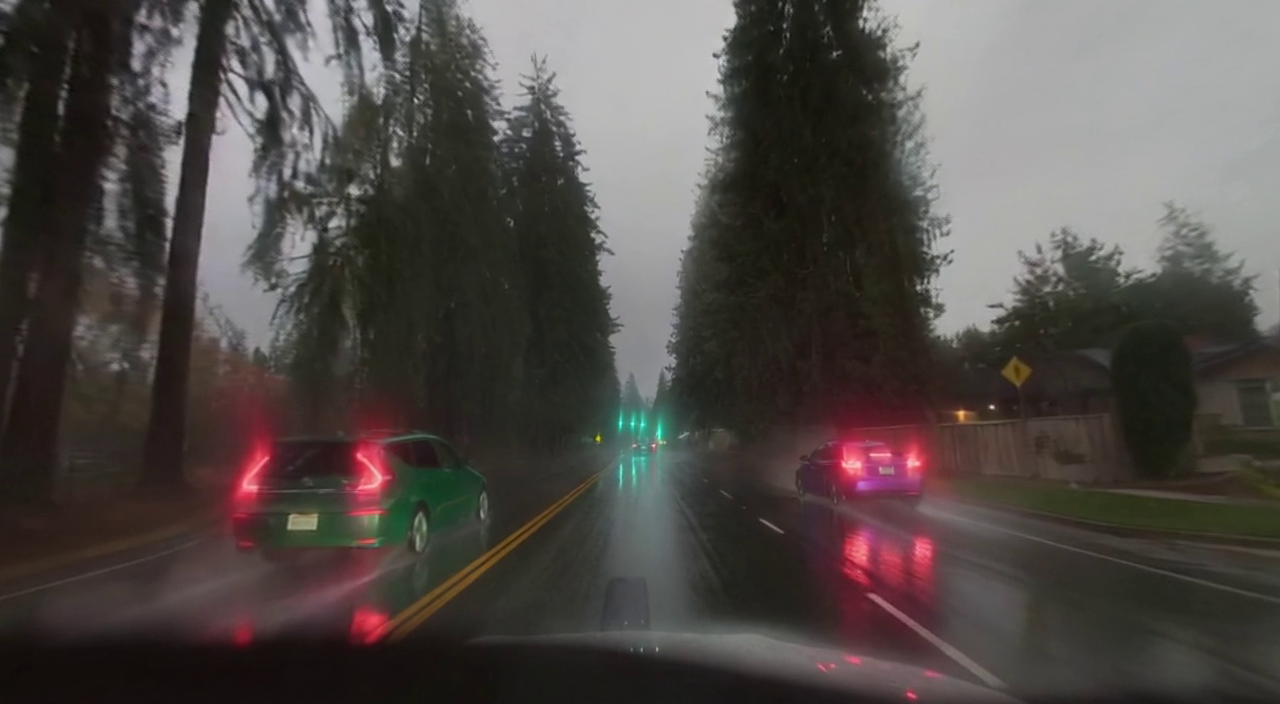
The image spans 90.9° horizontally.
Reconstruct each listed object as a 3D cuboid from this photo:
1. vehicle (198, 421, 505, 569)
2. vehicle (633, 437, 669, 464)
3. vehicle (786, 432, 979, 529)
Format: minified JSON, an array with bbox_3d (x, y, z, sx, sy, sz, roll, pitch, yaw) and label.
[{"bbox_3d":[-3.630,1.847,9.258,2.162,1.546,4.889,-1,-7,1],"label":"vehicle"},{"bbox_3d":[0.675,6.268,40.559,2.206,1.525,4.695,-1,-7,0],"label":"vehicle"},{"bbox_3d":[4.309,2.289,12.124,1.943,1.471,4.515,-1,-7,0],"label":"vehicle"}]
